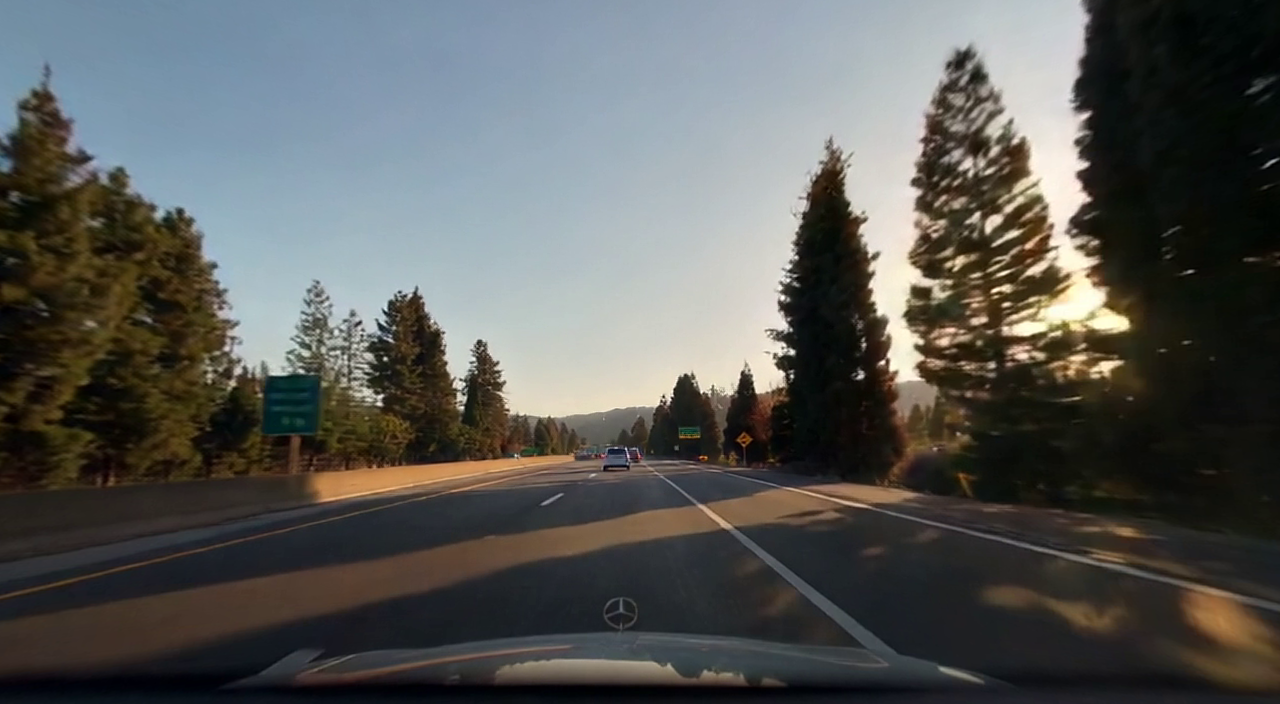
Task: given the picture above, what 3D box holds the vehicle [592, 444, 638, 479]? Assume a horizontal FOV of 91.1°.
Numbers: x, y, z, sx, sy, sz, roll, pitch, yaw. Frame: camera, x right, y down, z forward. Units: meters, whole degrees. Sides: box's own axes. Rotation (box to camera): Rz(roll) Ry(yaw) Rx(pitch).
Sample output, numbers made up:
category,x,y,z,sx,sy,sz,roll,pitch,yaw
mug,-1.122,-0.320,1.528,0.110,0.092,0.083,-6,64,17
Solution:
category,x,y,z,sx,sy,sz,roll,pitch,yaw
vehicle,-1.242,5.723,33.073,2.120,1.715,4.153,-1,-9,1
